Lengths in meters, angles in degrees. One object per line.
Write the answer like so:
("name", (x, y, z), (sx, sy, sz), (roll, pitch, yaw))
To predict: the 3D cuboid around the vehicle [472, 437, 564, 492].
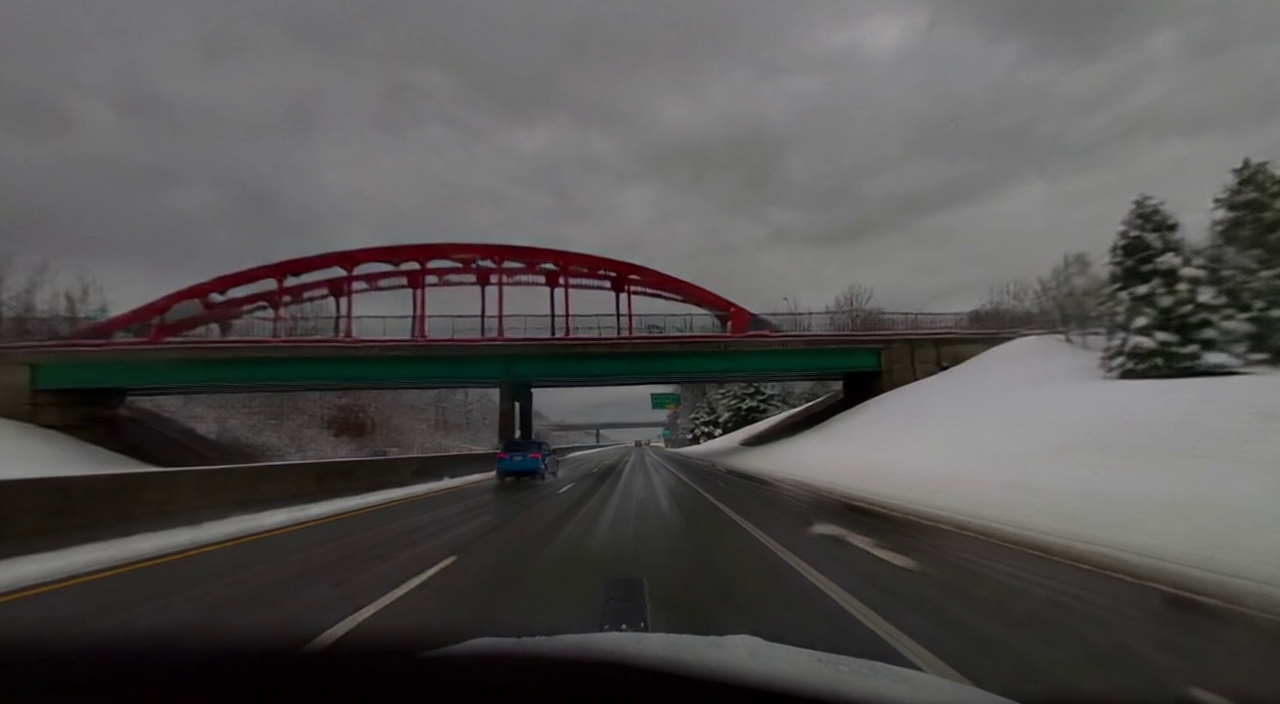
("vehicle", (-3.780, 3.557, 20.258), (2.052, 1.556, 4.405), (0, -8, 0))
